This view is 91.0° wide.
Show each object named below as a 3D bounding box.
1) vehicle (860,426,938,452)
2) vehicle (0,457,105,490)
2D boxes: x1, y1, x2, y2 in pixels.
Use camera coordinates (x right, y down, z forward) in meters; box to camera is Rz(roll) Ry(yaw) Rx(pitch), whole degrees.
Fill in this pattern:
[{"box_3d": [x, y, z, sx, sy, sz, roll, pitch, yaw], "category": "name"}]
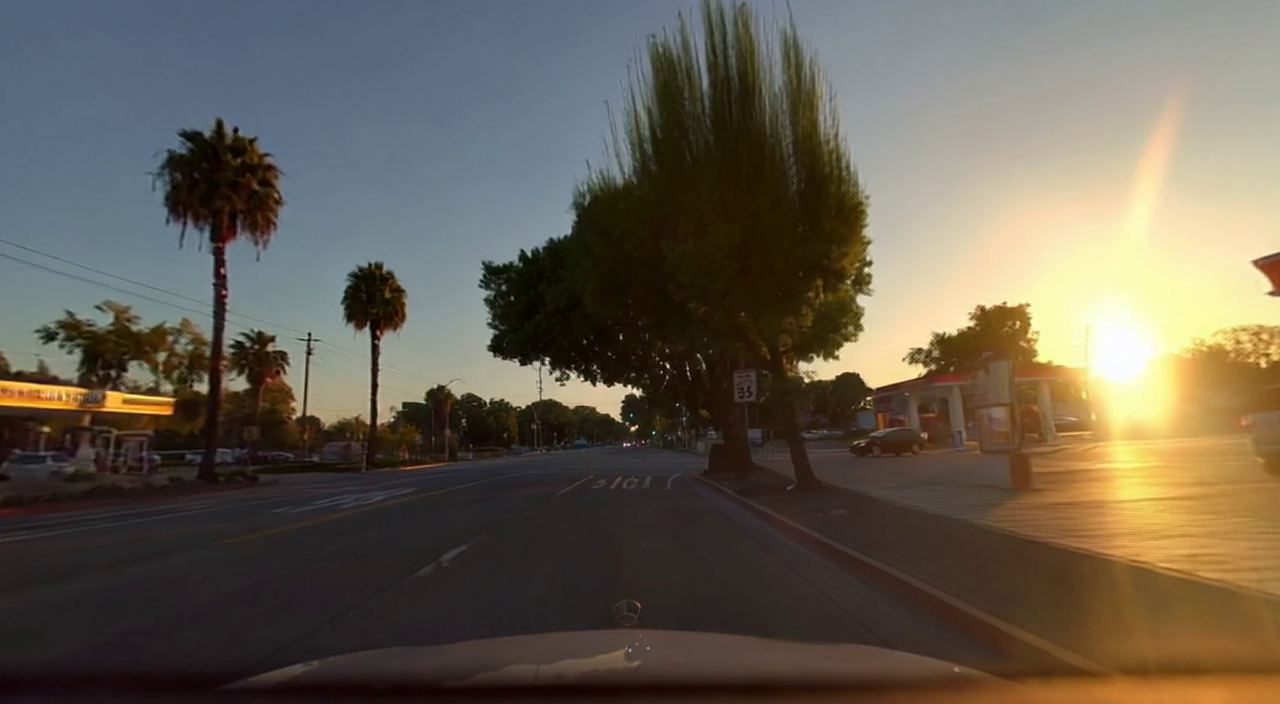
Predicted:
[{"box_3d": [18.490, 6.246, 45.090, 4.640, 1.800, 2.026, 0, -9, -2], "category": "vehicle"}, {"box_3d": [-29.151, 5.883, 30.693, 4.420, 1.445, 1.954, 6, -11, -37], "category": "vehicle"}]
